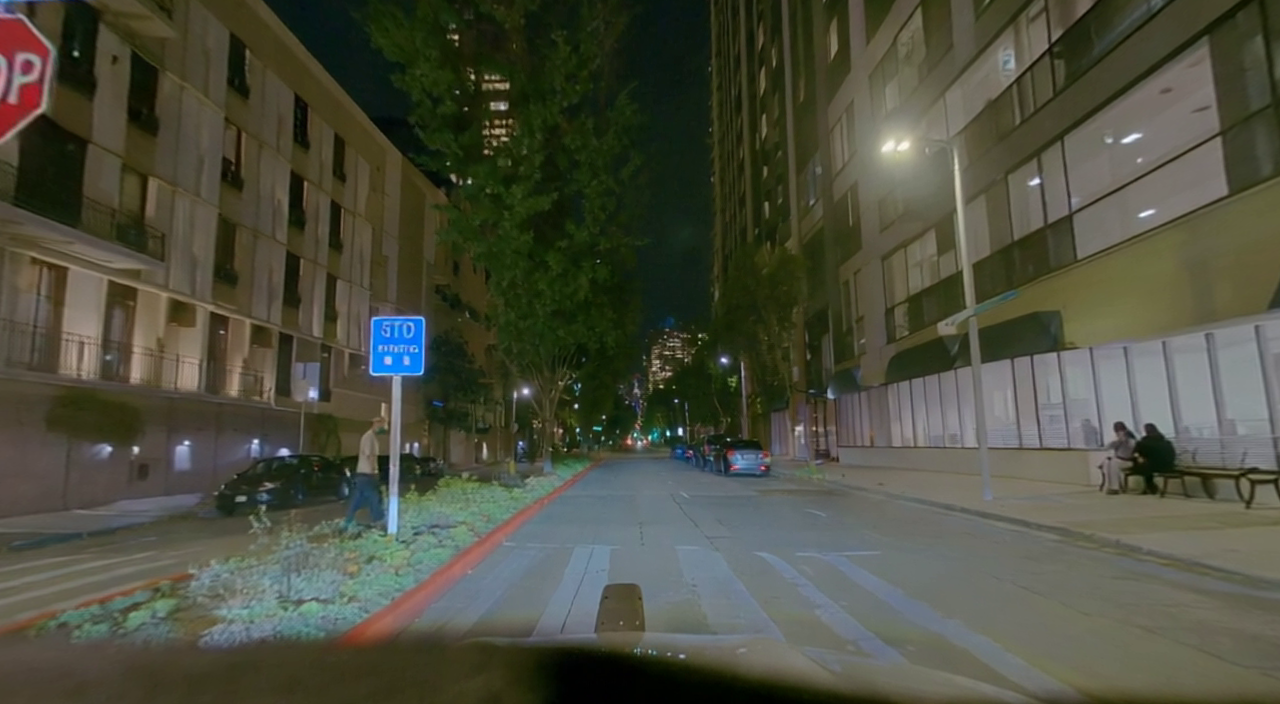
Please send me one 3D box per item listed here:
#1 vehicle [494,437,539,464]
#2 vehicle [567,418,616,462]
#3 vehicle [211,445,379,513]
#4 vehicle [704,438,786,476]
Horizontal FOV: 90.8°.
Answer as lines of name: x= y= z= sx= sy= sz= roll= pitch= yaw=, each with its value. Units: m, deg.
vehicle: x=-8.843 y=7.096 z=45.787 sx=2.256 sy=1.802 sz=4.333 roll=0 pitch=-8 yaw=2
vehicle: x=-2.980 y=5.594 z=40.186 sx=2.317 sy=2.596 sz=6.053 roll=0 pitch=-8 yaw=3
vehicle: x=-8.795 y=3.228 z=16.644 sx=2.007 sy=1.503 sz=4.343 roll=0 pitch=-8 yaw=-1
vehicle: x=4.575 y=4.458 z=27.124 sx=1.858 sy=1.491 sz=4.329 roll=-5 pitch=-10 yaw=33
